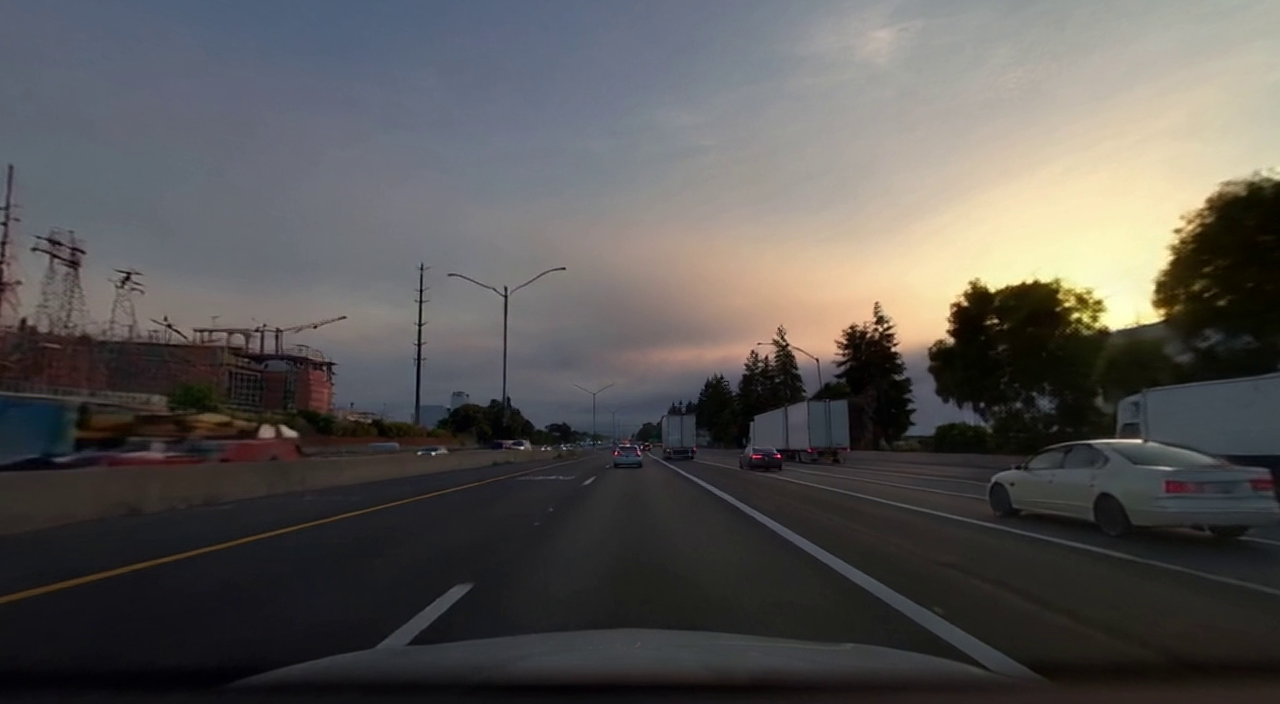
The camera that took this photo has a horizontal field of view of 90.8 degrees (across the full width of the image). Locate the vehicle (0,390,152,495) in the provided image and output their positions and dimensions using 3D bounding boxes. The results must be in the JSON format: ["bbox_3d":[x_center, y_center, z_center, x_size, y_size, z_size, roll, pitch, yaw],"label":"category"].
[{"bbox_3d":[-20.071,2.730,18.968,2.885,3.005,9.889,0,-9,0],"label":"vehicle"}]

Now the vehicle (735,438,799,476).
[{"bbox_3d":[5.904,4.951,29.924,2.154,1.658,4.347,0,-9,0],"label":"vehicle"}]

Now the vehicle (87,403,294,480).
[{"bbox_3d":[-20.191,4.215,29.490,2.748,2.999,9.297,0,-9,0],"label":"vehicle"}]

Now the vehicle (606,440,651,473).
[{"bbox_3d":[-0.580,5.421,32.929,2.163,1.551,4.180,0,-9,-1],"label":"vehicle"}]

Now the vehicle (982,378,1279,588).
[{"bbox_3d":[7.346,1.613,8.391,2.369,2.007,5.700,0,-9,0],"label":"vehicle"}]

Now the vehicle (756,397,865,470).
[{"bbox_3d":[11.358,5.995,44.967,2.898,4.171,17.188,0,-9,0],"label":"vehicle"}]
